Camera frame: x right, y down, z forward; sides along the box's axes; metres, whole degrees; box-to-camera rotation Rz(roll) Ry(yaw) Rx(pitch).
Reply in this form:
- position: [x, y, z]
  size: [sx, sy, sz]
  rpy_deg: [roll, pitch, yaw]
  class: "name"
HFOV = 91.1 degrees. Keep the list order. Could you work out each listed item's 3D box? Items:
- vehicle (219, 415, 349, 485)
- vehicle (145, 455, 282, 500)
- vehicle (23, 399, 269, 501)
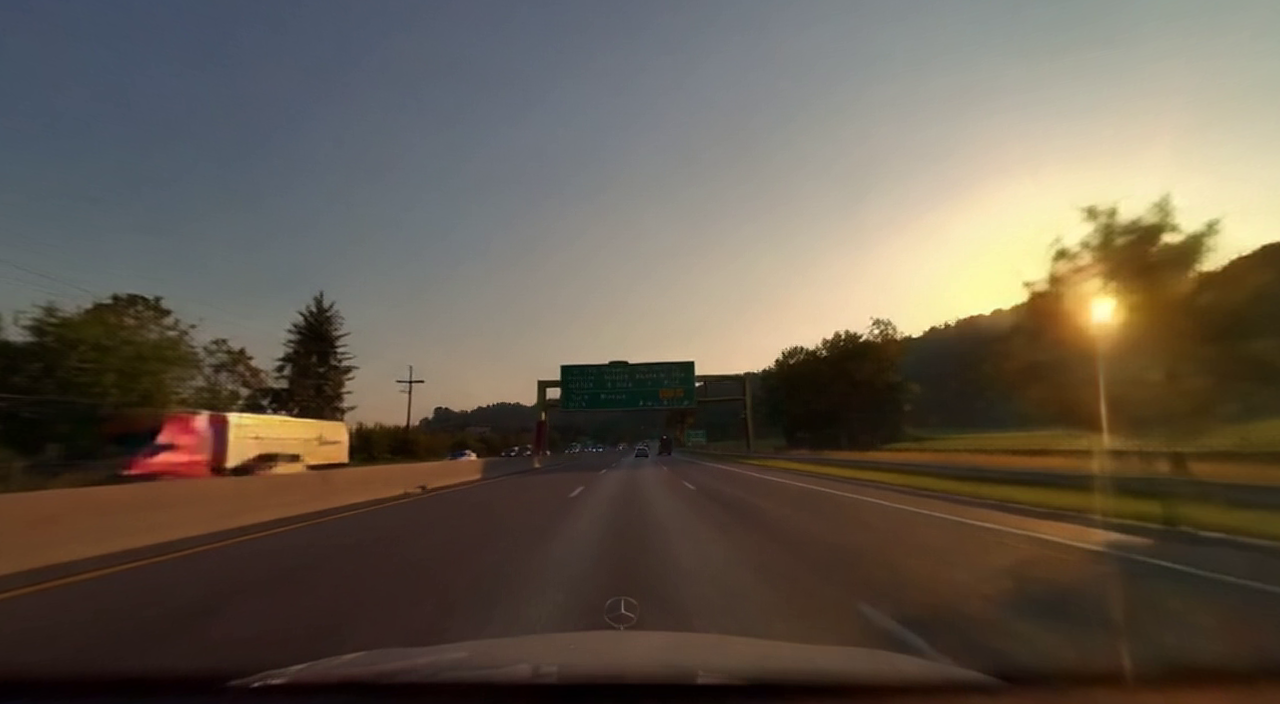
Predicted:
- position: [-20.138, 5.627, 36.290]
  size: [2.808, 3.543, 7.919]
  rpy_deg: [0, -9, 0]
  class: "vehicle"
- position: [-16.125, 4.727, 24.146]
  size: [1.918, 1.483, 4.812]
  rpy_deg: [0, -9, 0]
  class: "vehicle"
- position: [-20.151, 4.150, 26.811]
  size: [2.956, 3.545, 9.120]
  rpy_deg: [-1, -9, 0]
  class: "vehicle"
